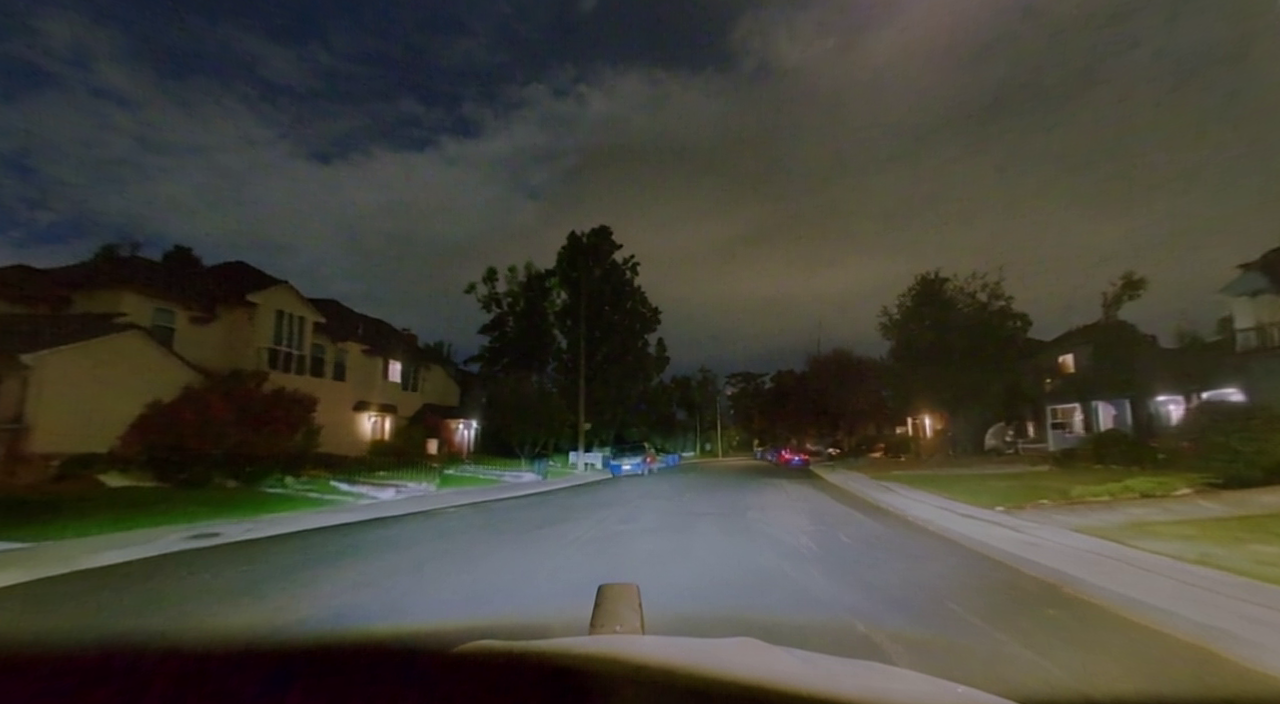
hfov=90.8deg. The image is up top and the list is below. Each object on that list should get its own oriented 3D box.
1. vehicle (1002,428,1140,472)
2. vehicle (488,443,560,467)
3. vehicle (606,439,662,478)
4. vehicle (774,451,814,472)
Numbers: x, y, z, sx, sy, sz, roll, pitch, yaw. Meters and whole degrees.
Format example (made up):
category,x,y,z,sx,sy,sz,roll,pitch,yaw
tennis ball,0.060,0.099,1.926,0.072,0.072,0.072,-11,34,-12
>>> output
category,x,y,z,sx,sy,sz,roll,pitch,yaw
vehicle,17.711,4.032,26.083,4.384,1.688,1.956,1,-8,-6
vehicle,-7.492,6.596,40.727,4.376,1.458,2.046,2,-8,-12
vehicle,-0.203,5.585,33.577,2.215,1.859,4.765,-1,-8,9
vehicle,11.499,8.200,47.475,1.984,1.437,4.726,0,-9,2
